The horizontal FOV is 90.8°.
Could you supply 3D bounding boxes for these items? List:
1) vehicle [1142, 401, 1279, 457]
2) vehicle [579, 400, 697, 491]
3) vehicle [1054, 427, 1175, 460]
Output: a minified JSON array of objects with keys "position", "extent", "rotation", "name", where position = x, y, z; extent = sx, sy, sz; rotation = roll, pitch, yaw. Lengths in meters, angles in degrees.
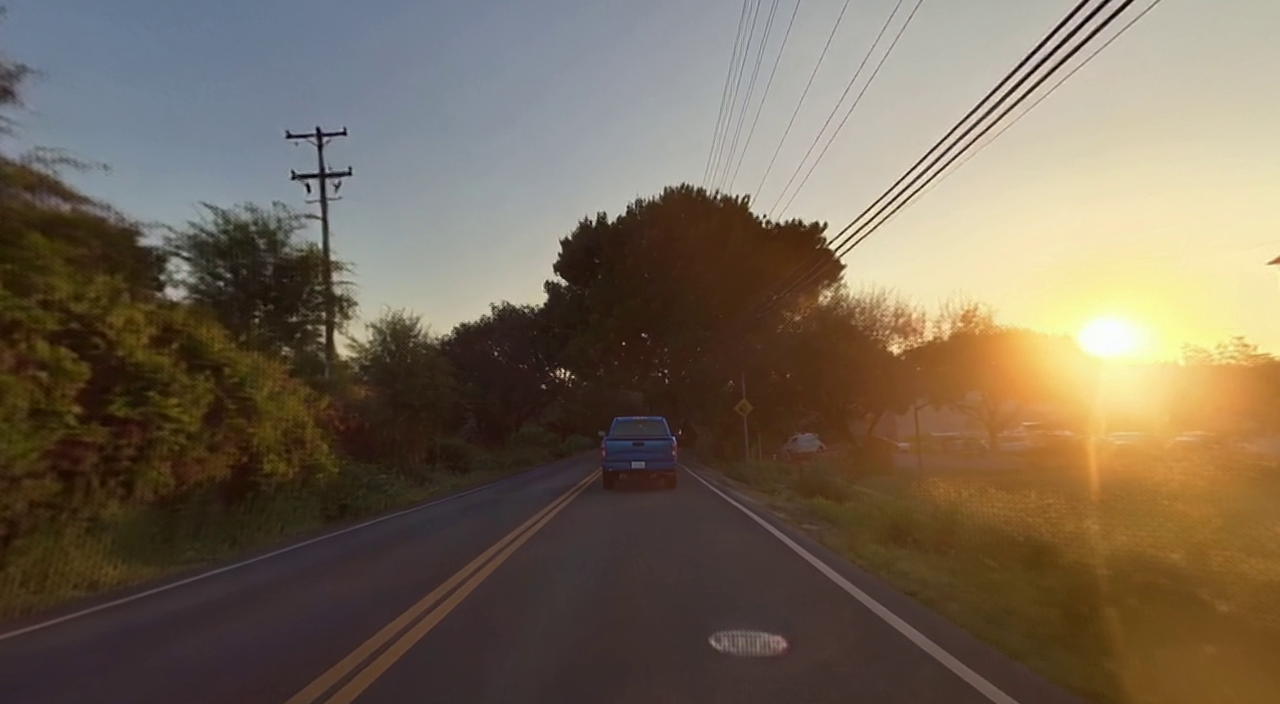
[{"position":[33.638,4.549,36.604],"extent":[2.581,2.932,6.340],"rotation":[4,-9,-27],"name":"vehicle"},{"position":[-0.099,2.942,19.954],"extent":[3.021,2.326,7.410],"rotation":[0,-8,-1],"name":"vehicle"},{"position":[31.411,6.134,42.186],"extent":[2.323,2.002,6.310],"rotation":[2,-9,-13],"name":"vehicle"}]
